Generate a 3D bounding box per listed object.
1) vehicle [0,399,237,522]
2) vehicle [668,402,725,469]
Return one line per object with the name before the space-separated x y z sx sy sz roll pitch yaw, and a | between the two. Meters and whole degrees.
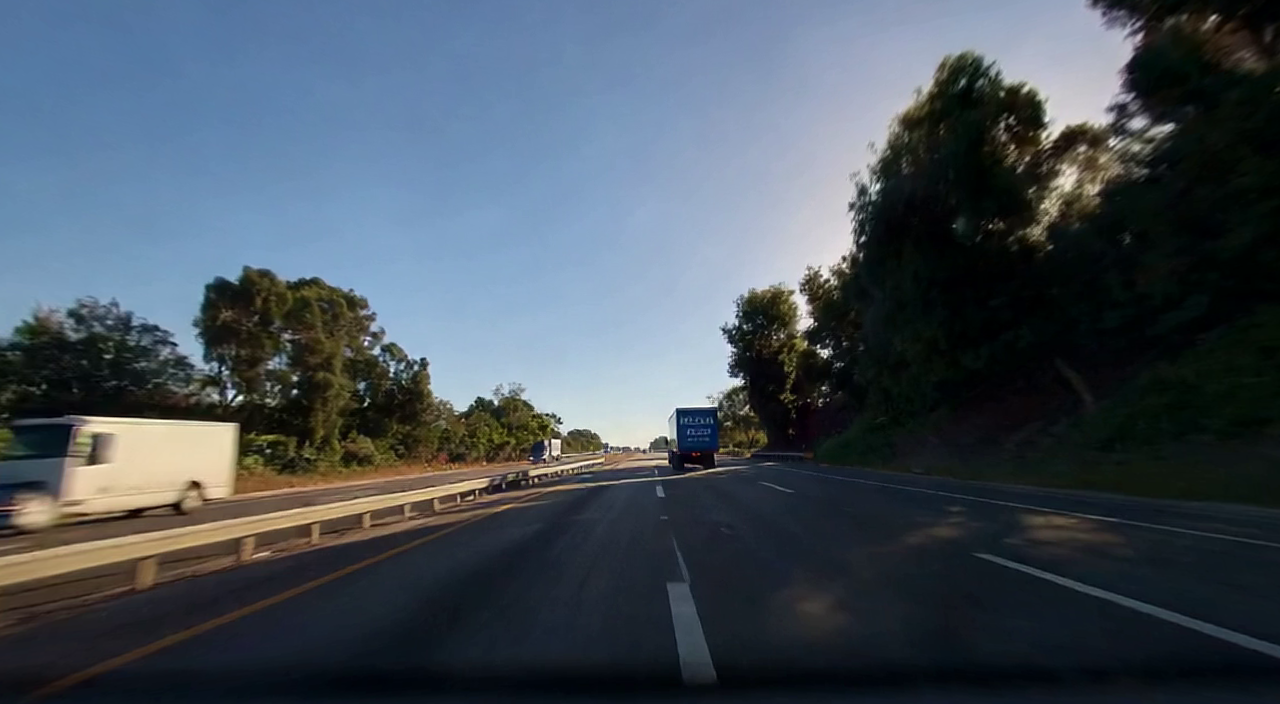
vehicle | -17.244 3.390 19.957 2.865 3.040 8.800 -1 -9 2
vehicle | 3.859 6.246 46.466 3.341 4.269 12.252 0 -9 1
